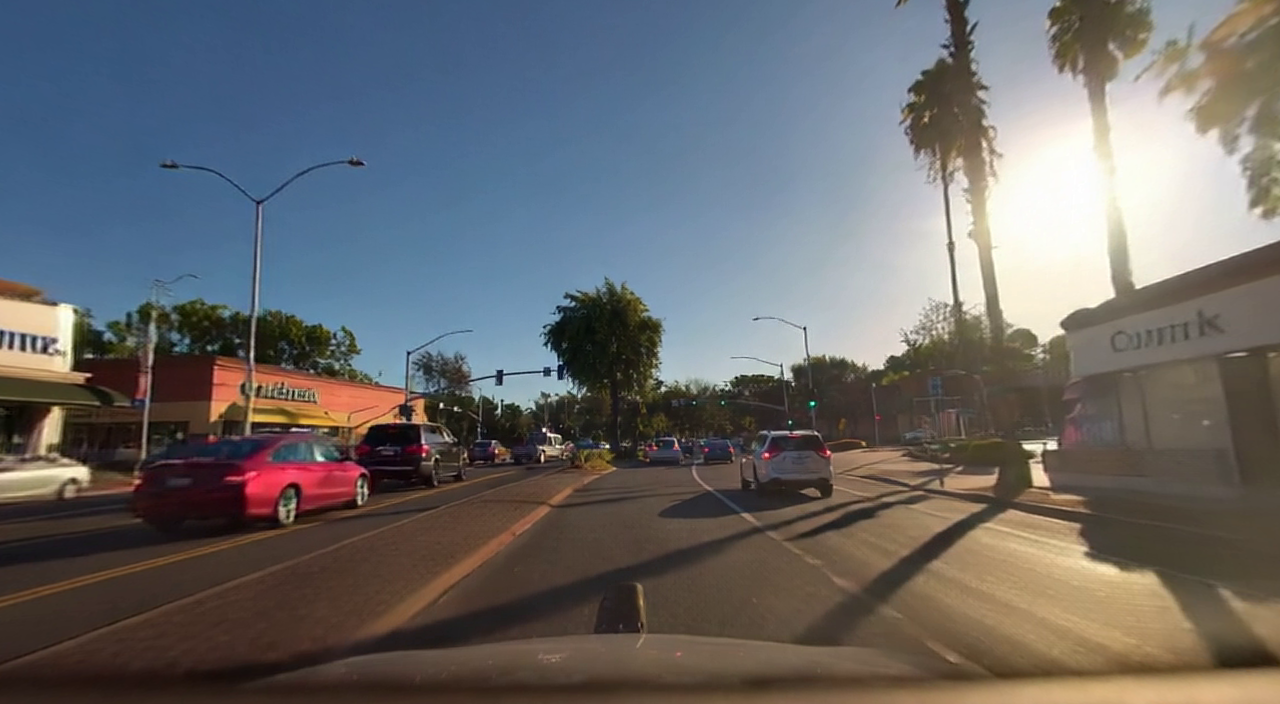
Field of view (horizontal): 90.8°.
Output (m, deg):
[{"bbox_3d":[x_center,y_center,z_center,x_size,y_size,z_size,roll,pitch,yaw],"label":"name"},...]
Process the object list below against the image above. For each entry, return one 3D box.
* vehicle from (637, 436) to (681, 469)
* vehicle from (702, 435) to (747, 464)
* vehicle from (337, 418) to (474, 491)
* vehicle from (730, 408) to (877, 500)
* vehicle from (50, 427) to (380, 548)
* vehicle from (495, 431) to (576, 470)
[{"bbox_3d":[1.003,4.989,31.529,2.057,1.492,3.825,-1,-8,4],"label":"vehicle"},{"bbox_3d":[4.664,5.473,35.602,2.149,1.532,4.168,-1,-8,3],"label":"vehicle"},{"bbox_3d":[-6.767,3.039,18.920,2.127,1.888,4.637,-1,-8,2],"label":"vehicle"},{"bbox_3d":[3.820,2.536,15.968,2.267,1.931,5.145,0,-8,-1],"label":"vehicle"},{"bbox_3d":[-6.353,2.067,10.430,1.935,1.483,4.973,0,-8,1],"label":"vehicle"},{"bbox_3d":[-5.020,4.840,31.174,2.088,1.746,4.650,-3,-9,17],"label":"vehicle"}]
